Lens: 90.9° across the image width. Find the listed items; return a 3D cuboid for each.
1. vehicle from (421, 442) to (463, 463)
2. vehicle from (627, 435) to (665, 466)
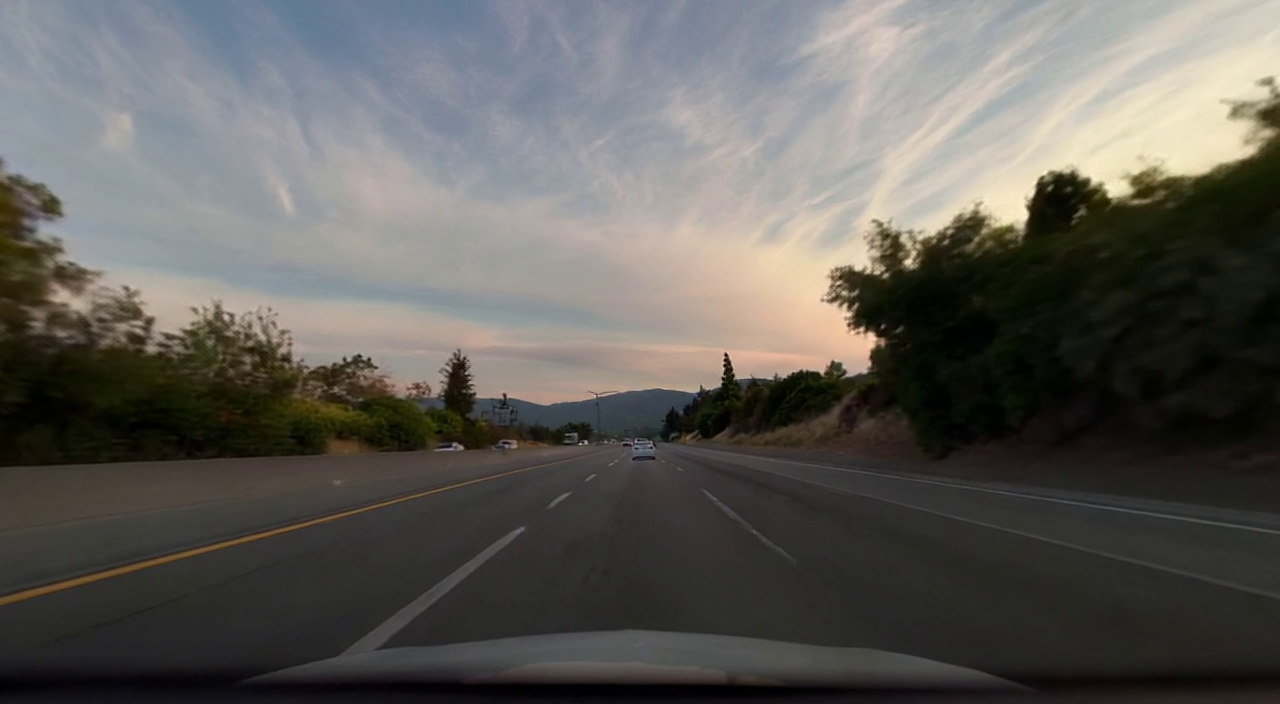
[{"bbox_3d":[-15.208,7.754,48.580,1.898,1.564,3.965,0,-9,0],"label":"vehicle"},{"bbox_3d":[0.331,6.191,39.626,2.247,1.825,4.036,0,-9,0],"label":"vehicle"}]
